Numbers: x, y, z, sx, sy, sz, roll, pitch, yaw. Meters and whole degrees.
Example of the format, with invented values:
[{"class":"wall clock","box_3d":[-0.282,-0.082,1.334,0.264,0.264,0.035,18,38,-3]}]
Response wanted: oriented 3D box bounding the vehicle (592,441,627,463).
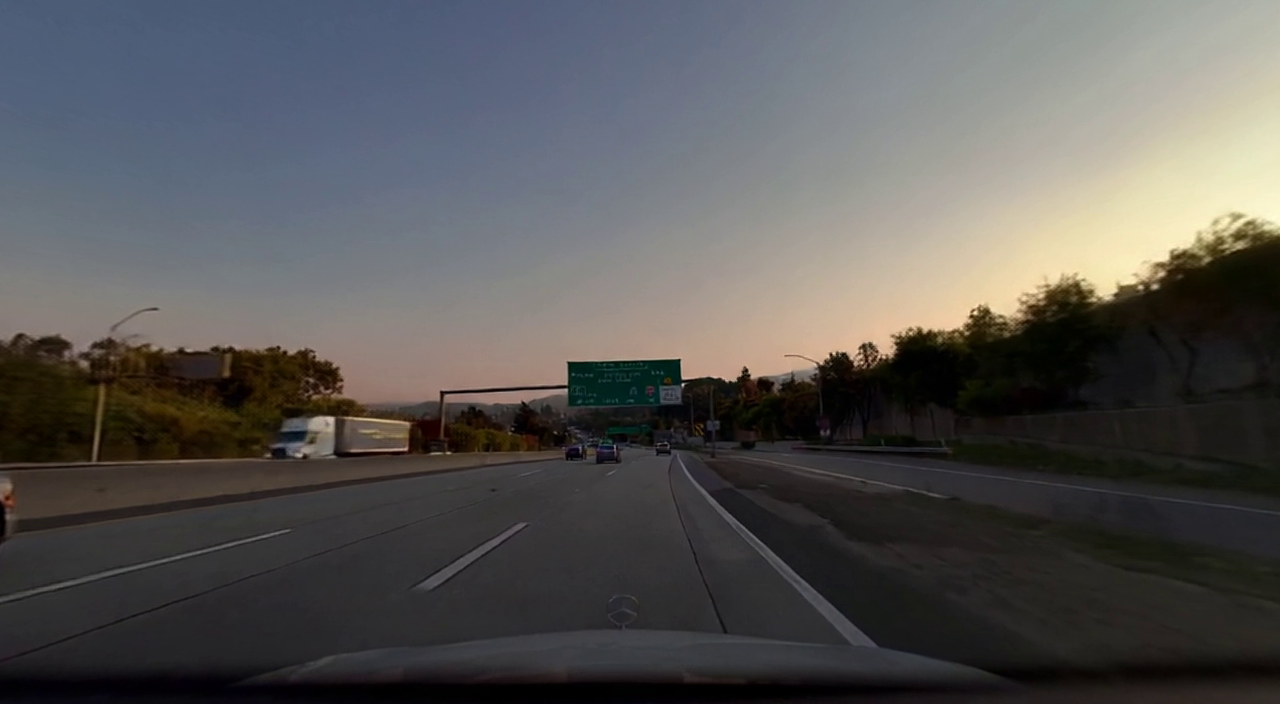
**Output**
[{"class":"vehicle","box_3d":[-2.128,7.190,45.569,2.112,1.489,4.266,-1,-8,3]}]
